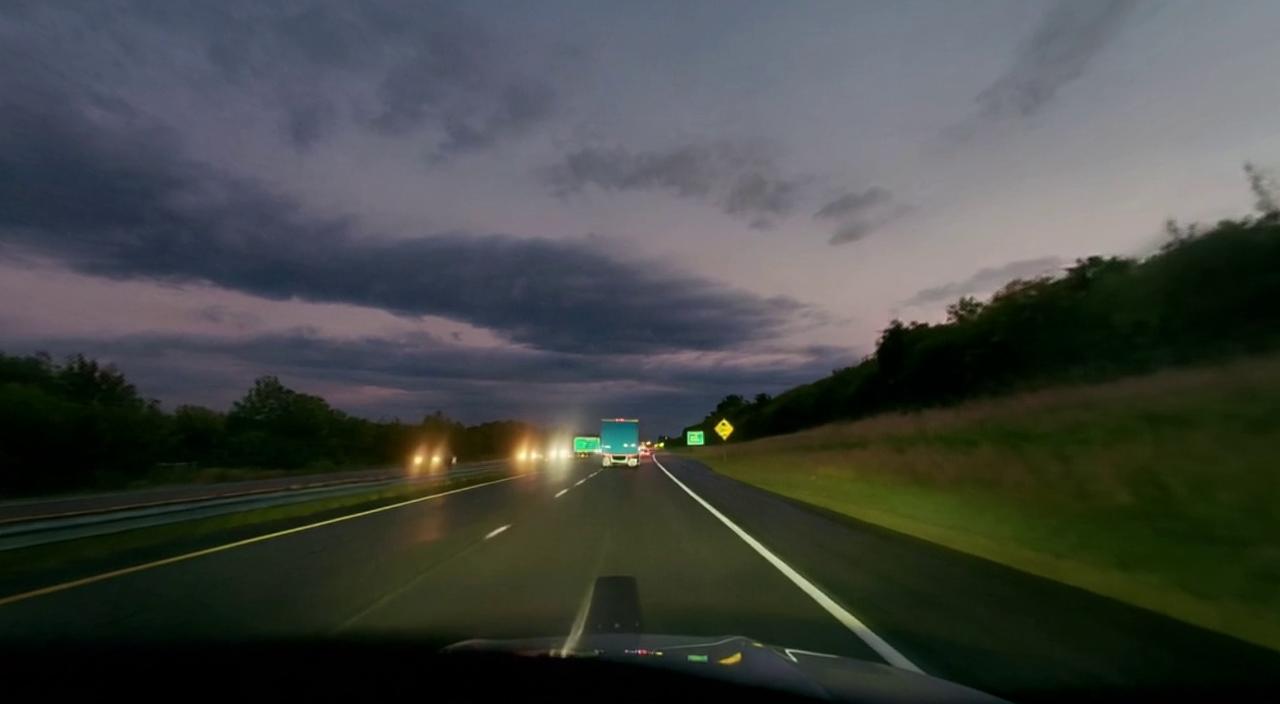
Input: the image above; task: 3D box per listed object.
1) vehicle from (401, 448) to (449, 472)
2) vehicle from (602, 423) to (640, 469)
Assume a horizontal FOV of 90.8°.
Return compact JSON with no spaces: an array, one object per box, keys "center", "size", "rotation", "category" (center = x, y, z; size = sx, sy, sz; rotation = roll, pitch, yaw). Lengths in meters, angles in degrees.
[{"center":[-15.682,7.892,46.341],"size":[1.997,1.664,4.385],"rotation":[0,-9,0],"category":"vehicle"},{"center":[-1.438,7.263,48.708],"size":[2.704,3.270,6.745],"rotation":[0,-9,-2],"category":"vehicle"}]
